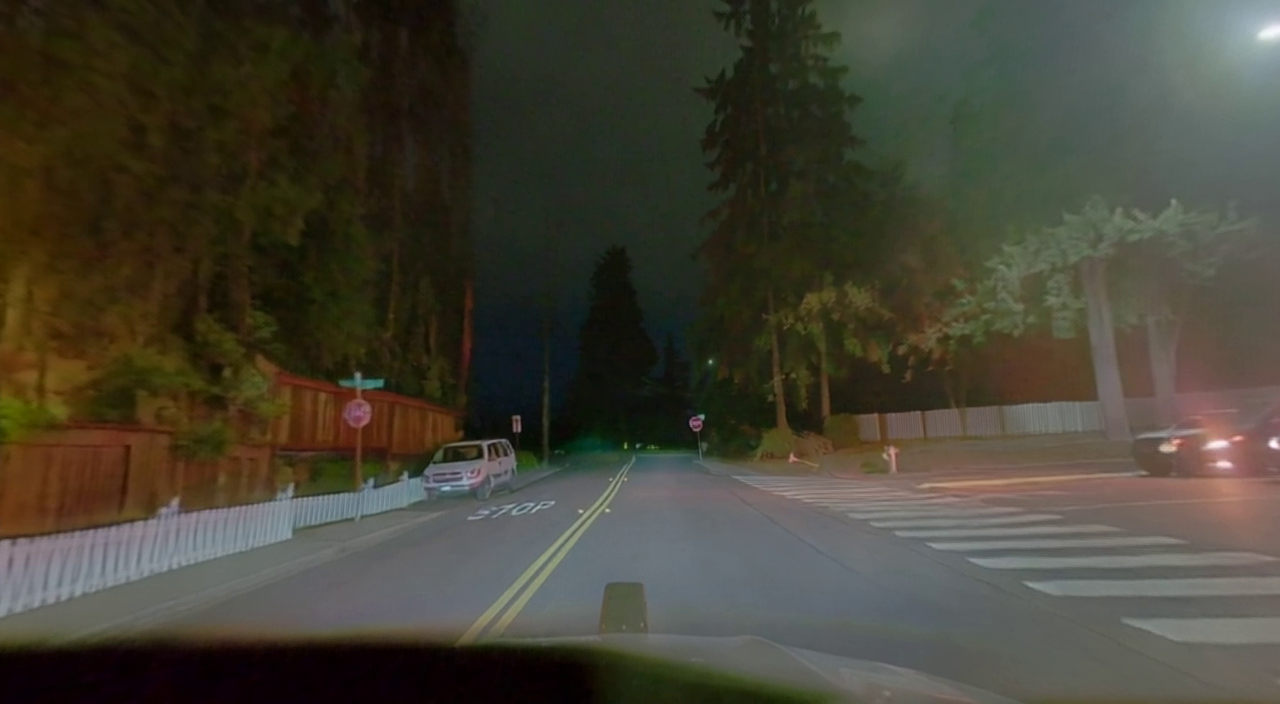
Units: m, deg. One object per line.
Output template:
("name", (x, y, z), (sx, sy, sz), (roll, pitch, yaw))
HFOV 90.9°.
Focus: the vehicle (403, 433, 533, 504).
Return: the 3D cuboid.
("vehicle", (-5.324, 3.656, 20.646), (2.308, 1.899, 6.107), (-2, -8, 3))
